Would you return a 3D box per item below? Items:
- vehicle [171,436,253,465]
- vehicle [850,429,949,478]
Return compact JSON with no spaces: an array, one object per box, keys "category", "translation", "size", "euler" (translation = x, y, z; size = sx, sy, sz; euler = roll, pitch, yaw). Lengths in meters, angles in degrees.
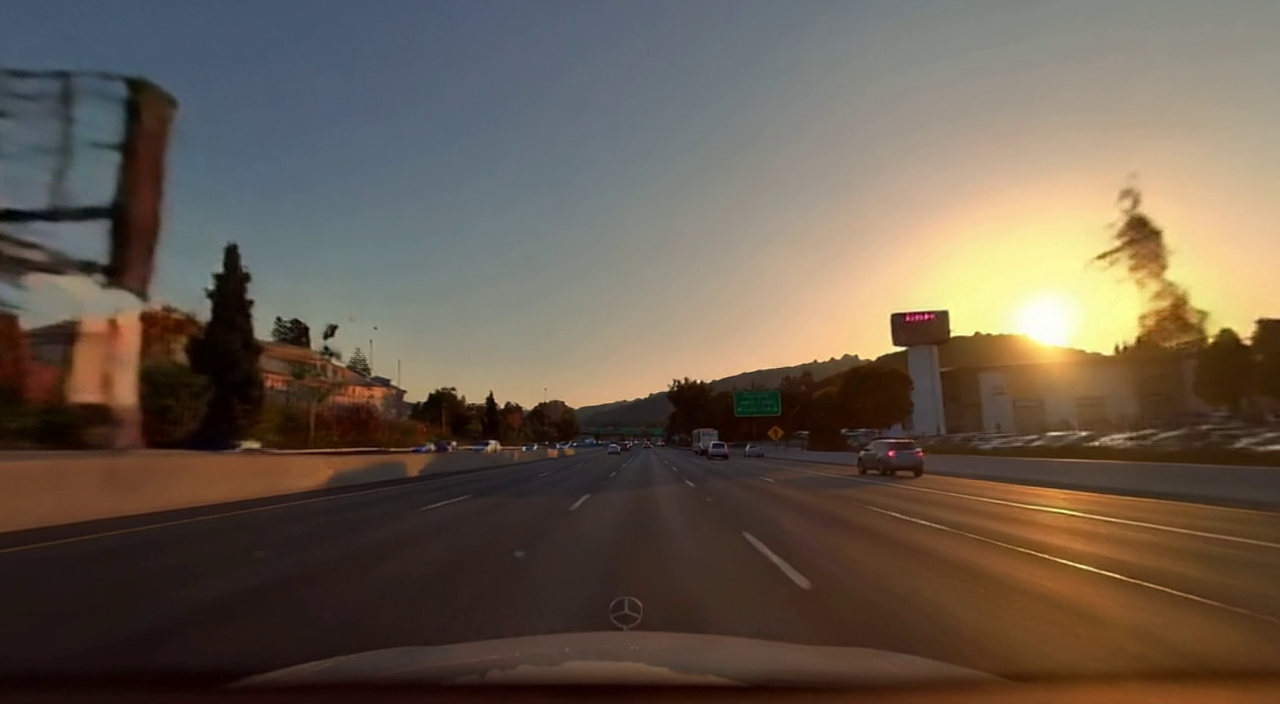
[{"category":"vehicle","translation":[-25.718,5.935,38.086],"size":[1.898,1.670,4.227],"euler":[0,-8,1]},{"category":"vehicle","translation":[10.887,4.301,26.921],"size":[2.168,1.861,4.678],"euler":[0,-8,0]}]
